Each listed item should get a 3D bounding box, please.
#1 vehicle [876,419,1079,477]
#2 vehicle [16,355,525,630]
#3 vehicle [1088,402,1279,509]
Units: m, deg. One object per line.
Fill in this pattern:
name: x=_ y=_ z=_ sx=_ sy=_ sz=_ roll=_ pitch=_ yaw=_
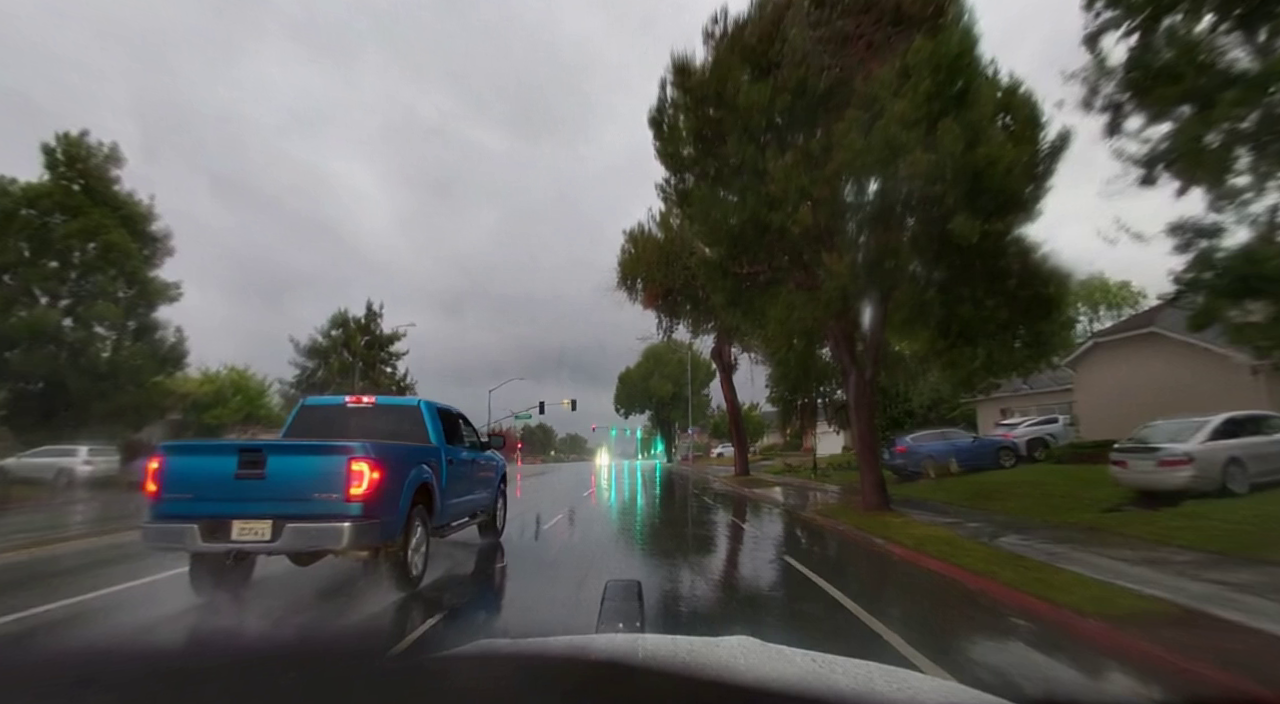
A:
vehicle: x=9.619 y=2.779 z=18.299 sx=4.696 sy=1.555 sz=2.009 roll=0 pitch=-9 yaw=-2
vehicle: x=-3.237 y=1.458 z=7.620 sx=2.508 sy=2.001 sz=5.880 roll=0 pitch=-9 yaw=1
vehicle: x=11.022 y=1.597 z=10.665 sx=5.237 sy=1.495 sz=2.073 roll=-4 pitch=-9 yaw=0
